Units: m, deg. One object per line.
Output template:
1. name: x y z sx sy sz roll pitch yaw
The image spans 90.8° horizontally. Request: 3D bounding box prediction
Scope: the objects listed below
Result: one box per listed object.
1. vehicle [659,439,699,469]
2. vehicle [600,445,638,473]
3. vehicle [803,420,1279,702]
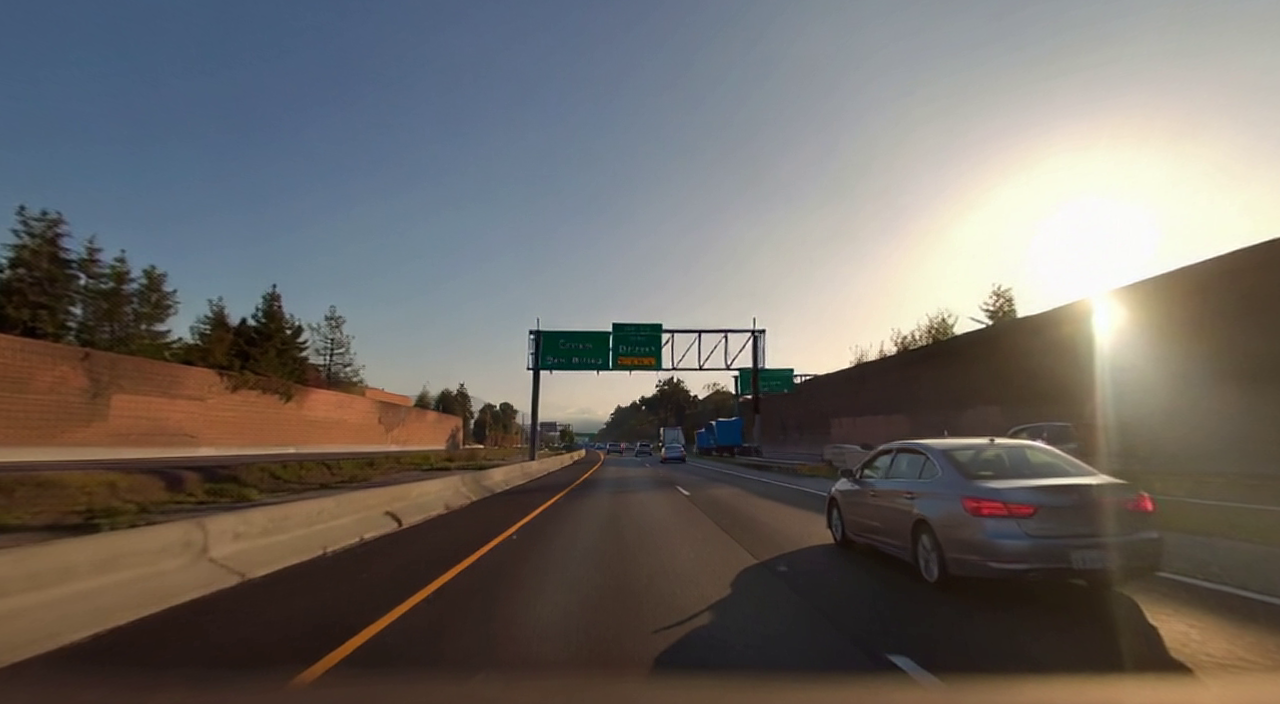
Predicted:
1. vehicle: 2.504 6.722 41.700 2.114 1.849 4.692 0 -9 -3
2. vehicle: -1.264 6.227 36.949 2.083 1.477 3.965 0 -9 -3
3. vehicle: 3.004 1.422 5.517 1.922 1.465 4.165 0 -9 -2
